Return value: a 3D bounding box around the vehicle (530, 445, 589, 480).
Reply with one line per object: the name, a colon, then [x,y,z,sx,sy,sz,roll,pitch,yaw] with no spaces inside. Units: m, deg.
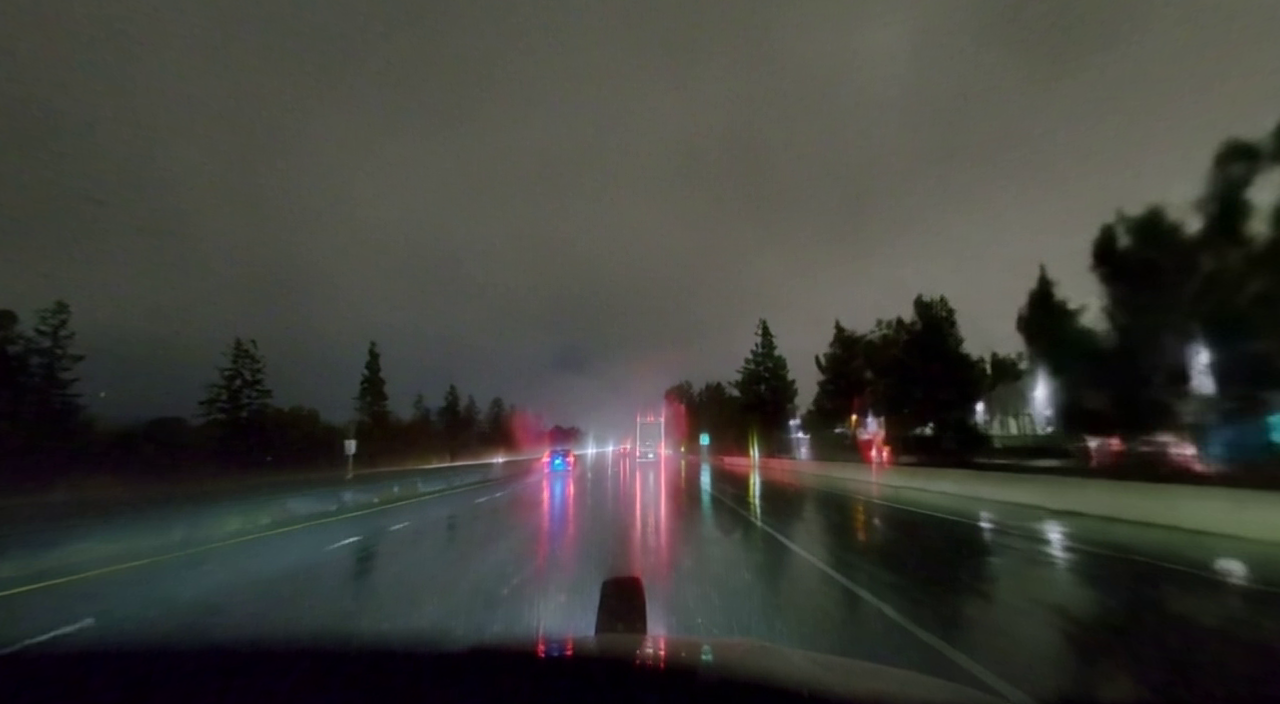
vehicle: [-3.819,5.326,30.802,1.999,1.533,4.870,-1,-9,3]
